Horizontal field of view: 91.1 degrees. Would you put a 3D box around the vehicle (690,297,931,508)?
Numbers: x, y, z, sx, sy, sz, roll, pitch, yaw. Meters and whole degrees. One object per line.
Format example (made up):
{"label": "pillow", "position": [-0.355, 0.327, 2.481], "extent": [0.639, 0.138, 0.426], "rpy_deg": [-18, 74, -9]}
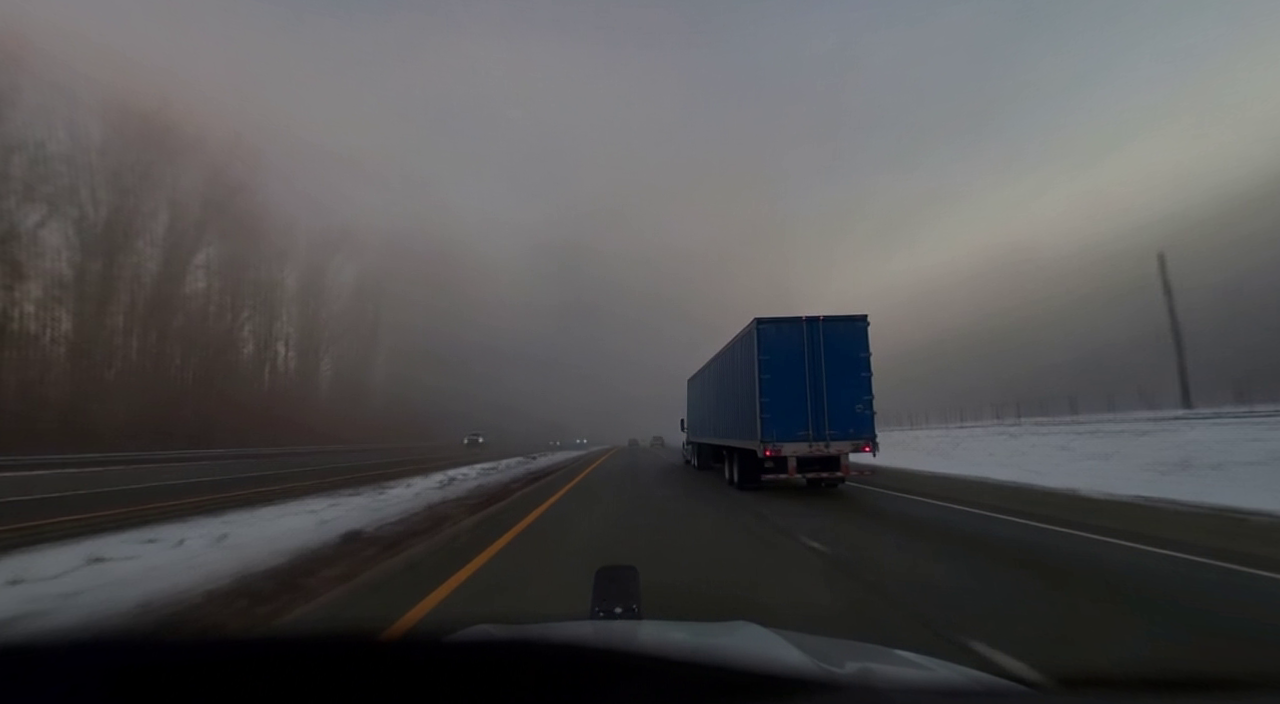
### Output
{"label": "vehicle", "position": [4.105, 2.129, 21.276], "extent": [3.203, 4.273, 17.131], "rpy_deg": [0, -8, -1]}
